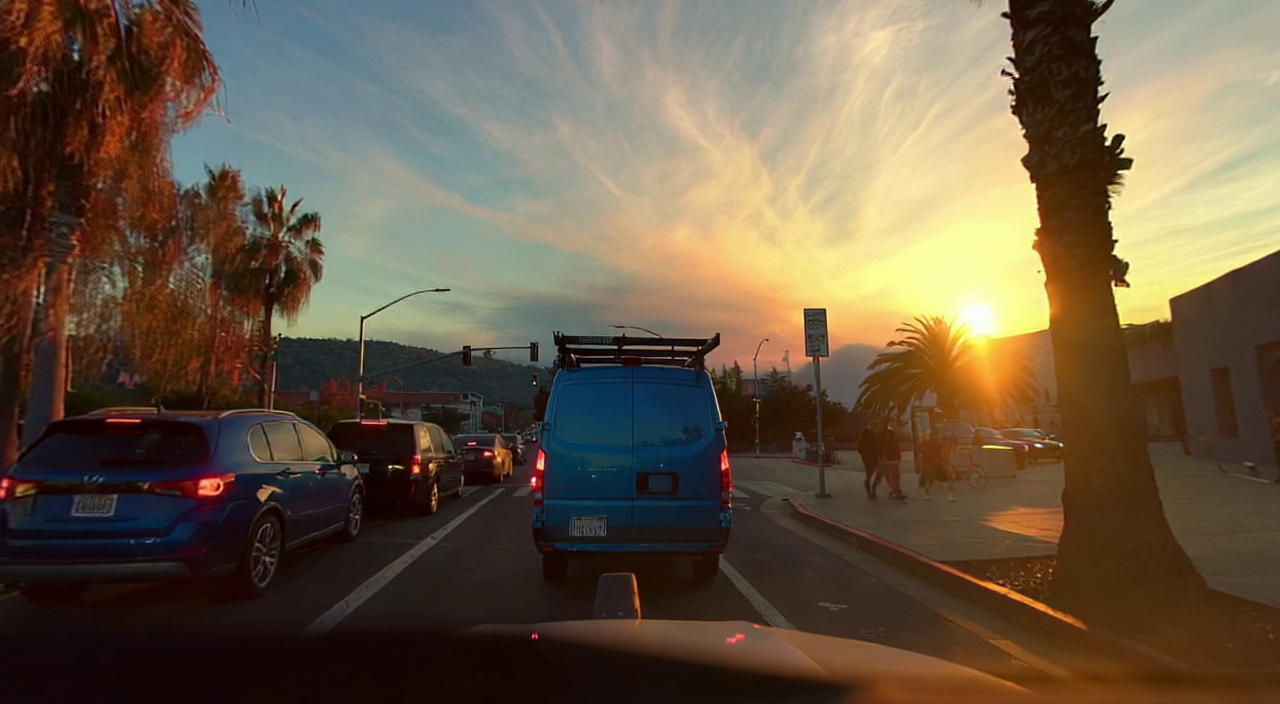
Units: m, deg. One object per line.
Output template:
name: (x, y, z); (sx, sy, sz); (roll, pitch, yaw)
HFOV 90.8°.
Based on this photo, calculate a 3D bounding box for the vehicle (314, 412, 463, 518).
vehicle: (-5.211, 2.407, 13.896); (2.089, 1.854, 5.022); (2, -9, -11)

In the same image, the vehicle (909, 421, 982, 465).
vehicle: (12.649, 3.763, 26.046); (2.046, 1.675, 3.924); (-6, -10, 33)

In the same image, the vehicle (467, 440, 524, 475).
vehicle: (-6.833, 4.894, 29.573); (1.818, 1.479, 4.428); (4, -9, -22)

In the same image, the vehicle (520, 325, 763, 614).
vehicle: (-0.197, 1.220, 7.178); (1.902, 2.238, 4.263); (1, -9, -6)

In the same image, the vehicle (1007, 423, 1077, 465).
vehicle: (15.789, 3.620, 24.725); (2.048, 1.475, 3.972); (-6, -10, 34)

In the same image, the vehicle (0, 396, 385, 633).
vehicle: (-4.399, 1.466, 6.657); (1.986, 1.643, 4.315); (1, -9, -6)
